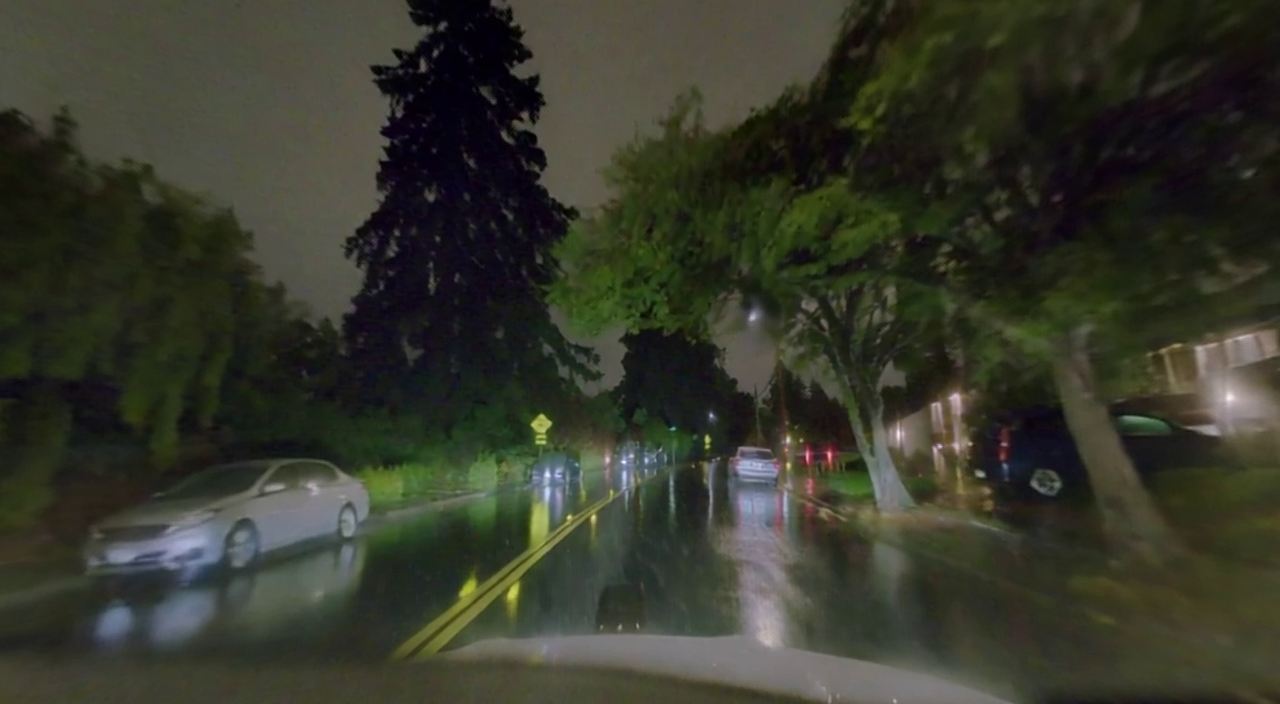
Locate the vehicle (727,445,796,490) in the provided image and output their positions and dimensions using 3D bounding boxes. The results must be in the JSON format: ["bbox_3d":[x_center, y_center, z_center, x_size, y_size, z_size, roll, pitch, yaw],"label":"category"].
[{"bbox_3d":[4.340,4.164,23.123,1.972,1.460,4.137,-1,-8,4],"label":"vehicle"}]

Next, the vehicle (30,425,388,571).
[{"bbox_3d":[-5.641,2.190,9.196,1.972,1.536,4.347,-3,-15,2],"label":"vehicle"}]

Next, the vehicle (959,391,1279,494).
[{"bbox_3d":[9.725,1.880,13.127,5.009,1.906,2.046,-1,-8,7],"label":"vehicle"}]

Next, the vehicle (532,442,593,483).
[{"bbox_3d":[-3.661,5.432,30.660,2.005,1.557,4.172,-3,-15,6],"label":"vehicle"}]
